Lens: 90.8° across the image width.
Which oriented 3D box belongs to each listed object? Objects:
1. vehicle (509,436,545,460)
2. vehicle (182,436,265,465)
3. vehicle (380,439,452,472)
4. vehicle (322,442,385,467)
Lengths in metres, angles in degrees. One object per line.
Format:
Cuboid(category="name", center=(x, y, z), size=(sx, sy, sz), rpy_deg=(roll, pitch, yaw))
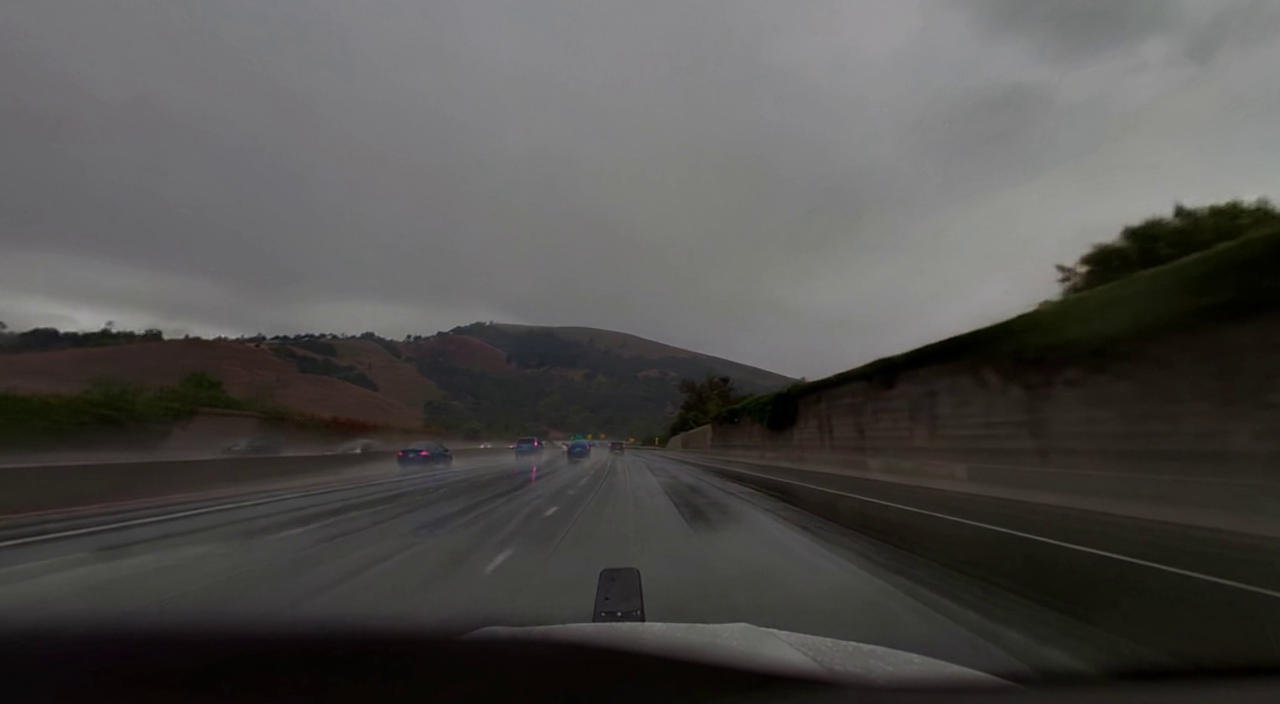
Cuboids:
Cuboid(category="vehicle", center=(-8.782, 7.516, 49.460), size=(2.074, 1.768, 4.805), rpy_deg=(0, -9, -2))
Cuboid(category="vehicle", center=(-27.957, 6.619, 42.666), size=(2.025, 1.781, 5.372), rpy_deg=(0, -9, -2))
Cuboid(category="vehicle", center=(-11.042, 5.121, 31.518), size=(1.949, 1.475, 4.740), rpy_deg=(0, -9, -1))
Cuboid(category="vehicle", center=(-17.375, 6.232, 38.529), size=(2.090, 1.422, 3.952), rpy_deg=(0, -9, -1))
